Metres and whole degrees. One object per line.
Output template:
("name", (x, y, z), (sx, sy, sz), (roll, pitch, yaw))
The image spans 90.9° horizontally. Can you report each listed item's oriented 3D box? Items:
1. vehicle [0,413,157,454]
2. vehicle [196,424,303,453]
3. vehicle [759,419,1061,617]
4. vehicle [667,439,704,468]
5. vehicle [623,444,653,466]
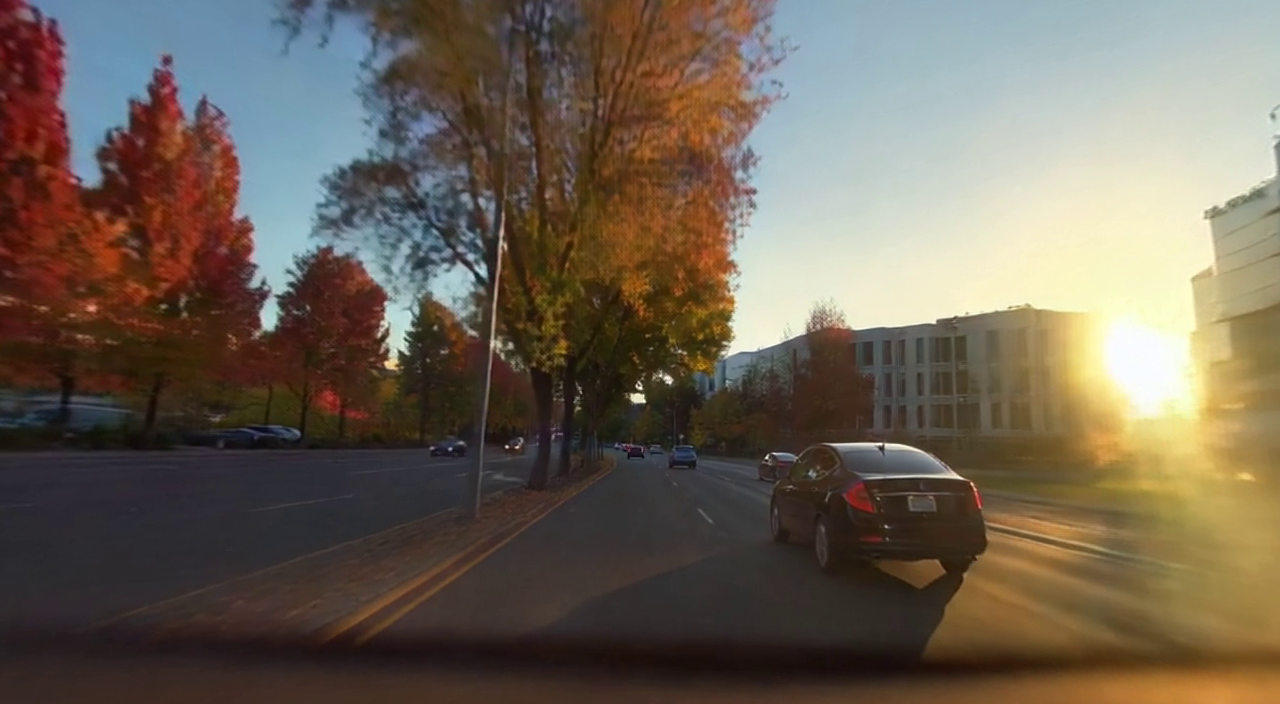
("vehicle", (-27.492, 3.951, 30.444), (6.220, 1.825, 2.361), (0, -8, -1))
("vehicle", (-27.116, 6.042, 43.899), (6.055, 1.910, 2.113), (-1, -8, 0))
("vehicle", (2.777, 1.752, 7.579), (1.901, 1.634, 3.896), (3, -8, 0))
("vehicle", (3.127, 7.102, 44.218), (2.154, 1.844, 4.634), (2, -8, -1))
("vehicle", (-0.147, 7.211, 44.268), (1.991, 1.477, 3.814), (0, -8, -1))
